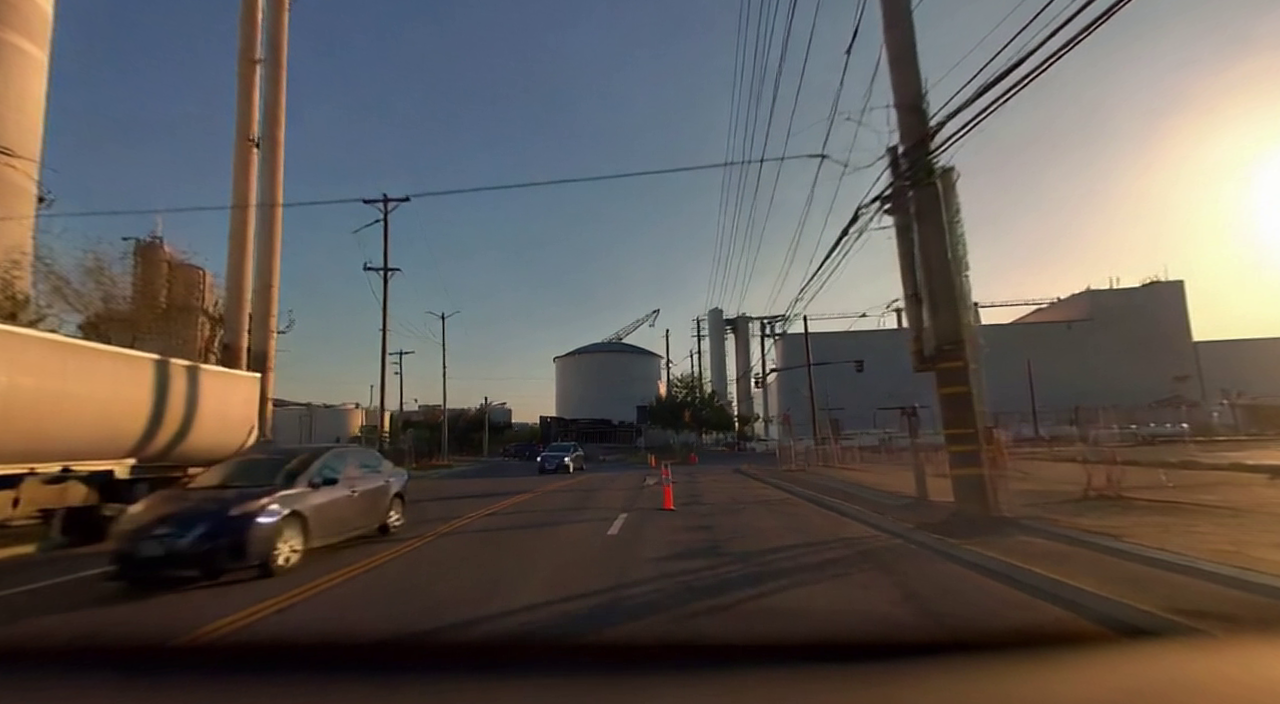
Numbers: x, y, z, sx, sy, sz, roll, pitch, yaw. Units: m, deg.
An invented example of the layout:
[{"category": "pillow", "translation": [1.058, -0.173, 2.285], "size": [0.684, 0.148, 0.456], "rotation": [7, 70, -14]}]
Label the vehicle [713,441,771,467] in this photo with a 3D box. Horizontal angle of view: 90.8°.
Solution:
[{"category": "vehicle", "translation": [6.110, 6.021, 37.489], "size": [2.053, 1.477, 4.218], "rotation": [-4, -10, 29]}]

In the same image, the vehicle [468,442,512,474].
[{"category": "vehicle", "translation": [-9.082, 6.418, 38.525], "size": [2.169, 1.826, 4.755], "rotation": [1, -9, -9]}]

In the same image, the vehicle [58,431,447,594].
[{"category": "vehicle", "translation": [-4.295, 1.825, 8.182], "size": [2.117, 1.484, 4.544], "rotation": [0, -8, 1]}]

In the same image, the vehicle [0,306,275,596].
[{"category": "vehicle", "translation": [-8.471, 1.284, 8.272], "size": [2.905, 3.133, 7.675], "rotation": [0, -8, -2]}]

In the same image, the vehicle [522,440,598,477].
[{"category": "vehicle", "translation": [-3.750, 5.135, 30.682], "size": [1.944, 1.645, 4.701], "rotation": [-2, -9, 16]}]
